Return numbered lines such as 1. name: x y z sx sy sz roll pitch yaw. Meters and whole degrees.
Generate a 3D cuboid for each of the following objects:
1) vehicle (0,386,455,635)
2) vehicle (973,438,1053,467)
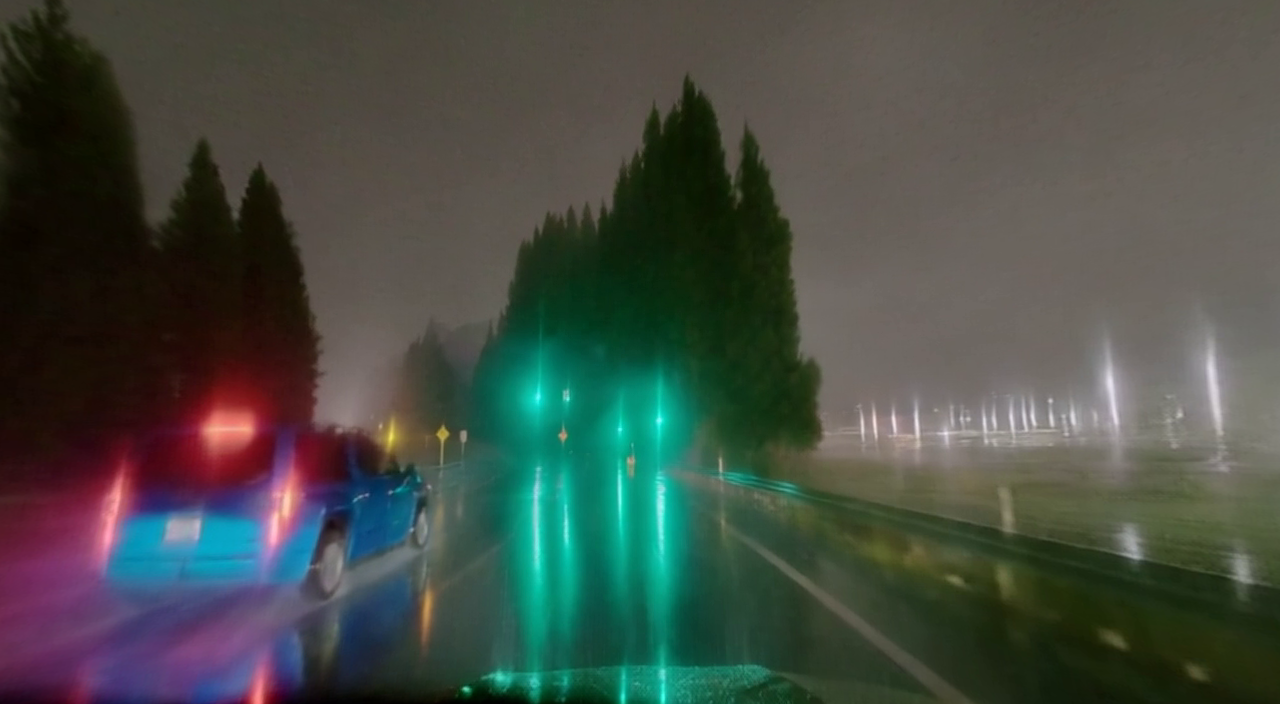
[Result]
1. vehicle: -4.032 1.550 7.302 2.336 1.857 4.986 0 -8 -1
2. vehicle: 20.942 5.630 35.329 4.141 1.451 1.720 2 -10 -26
